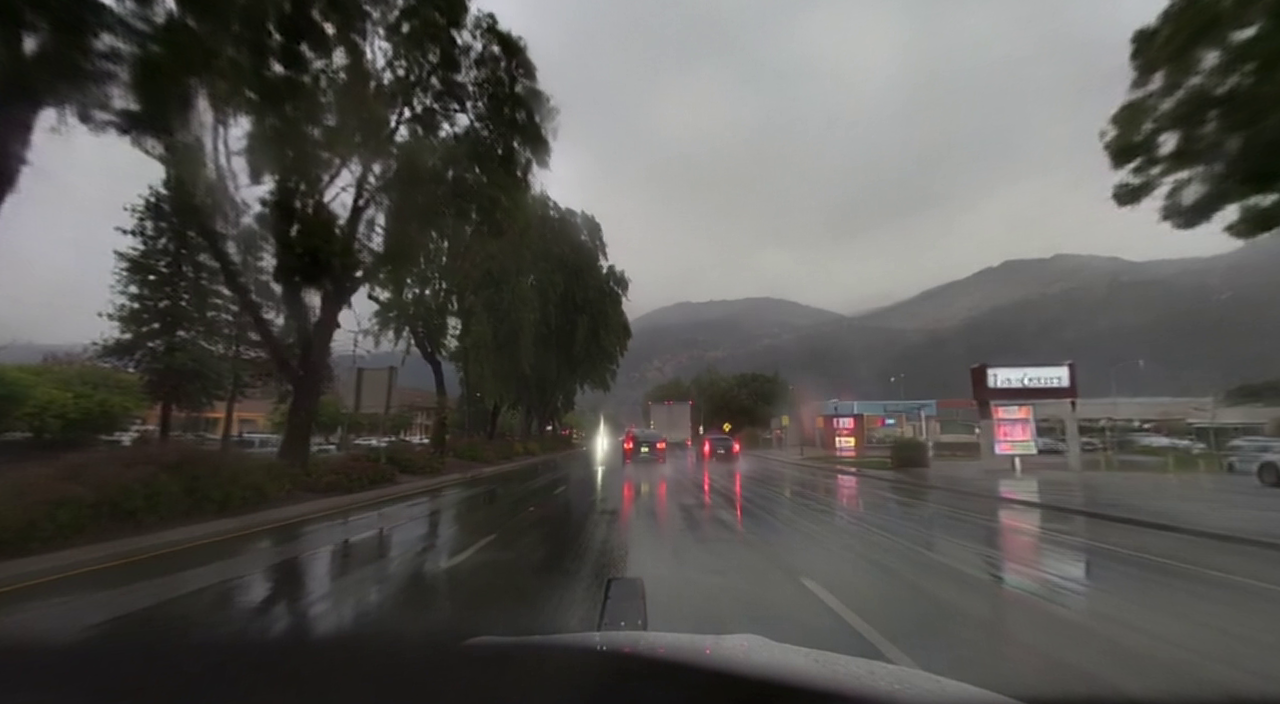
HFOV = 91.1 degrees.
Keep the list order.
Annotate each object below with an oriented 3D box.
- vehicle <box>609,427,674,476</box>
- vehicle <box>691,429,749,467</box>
[{"bbox_3d":[0.006,3.686,23.362,2.193,1.651,3.946,0,-8,-1],"label":"vehicle"},{"bbox_3d":[3.713,4.563,30.010,2.088,1.655,4.360,0,-8,-1],"label":"vehicle"}]
